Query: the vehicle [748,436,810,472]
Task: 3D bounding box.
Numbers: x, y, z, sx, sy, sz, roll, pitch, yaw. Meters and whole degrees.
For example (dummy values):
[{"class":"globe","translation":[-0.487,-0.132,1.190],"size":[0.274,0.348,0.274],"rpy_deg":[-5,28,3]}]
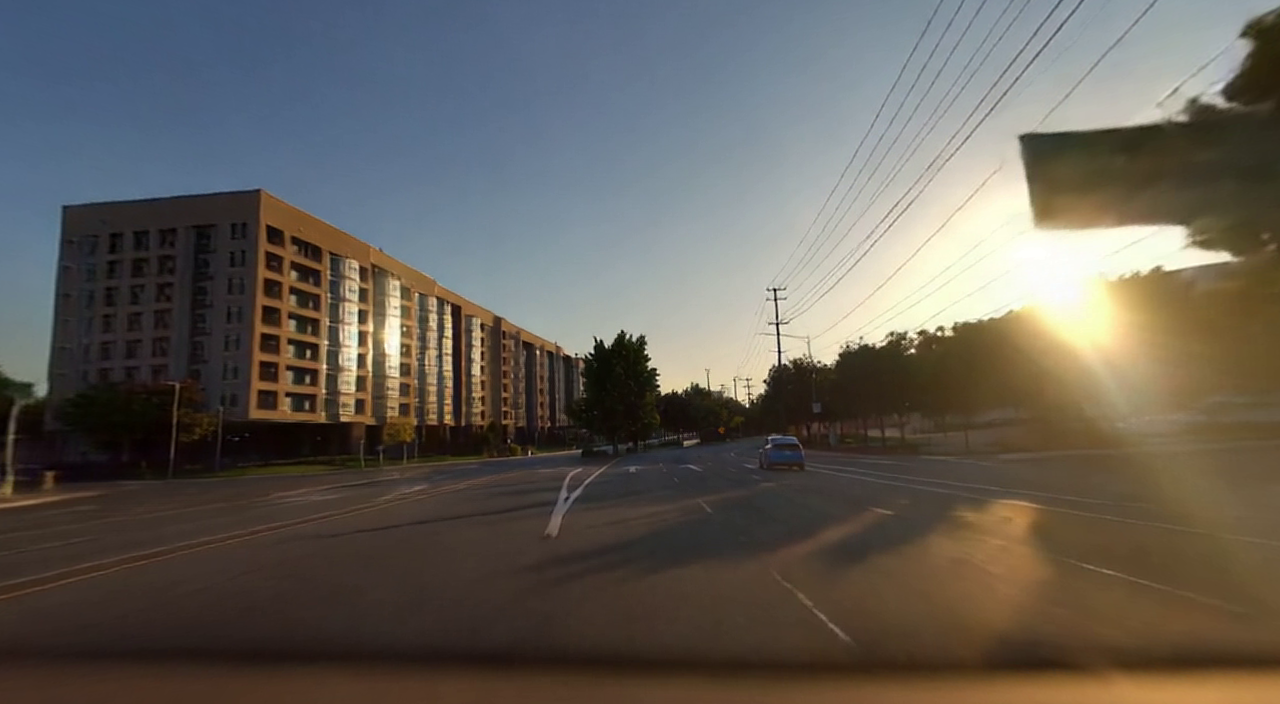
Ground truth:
[{"class":"vehicle","translation":[6.108,4.533,28.149],"size":[1.908,1.476,3.880],"rpy_deg":[-1,-9,1]}]
